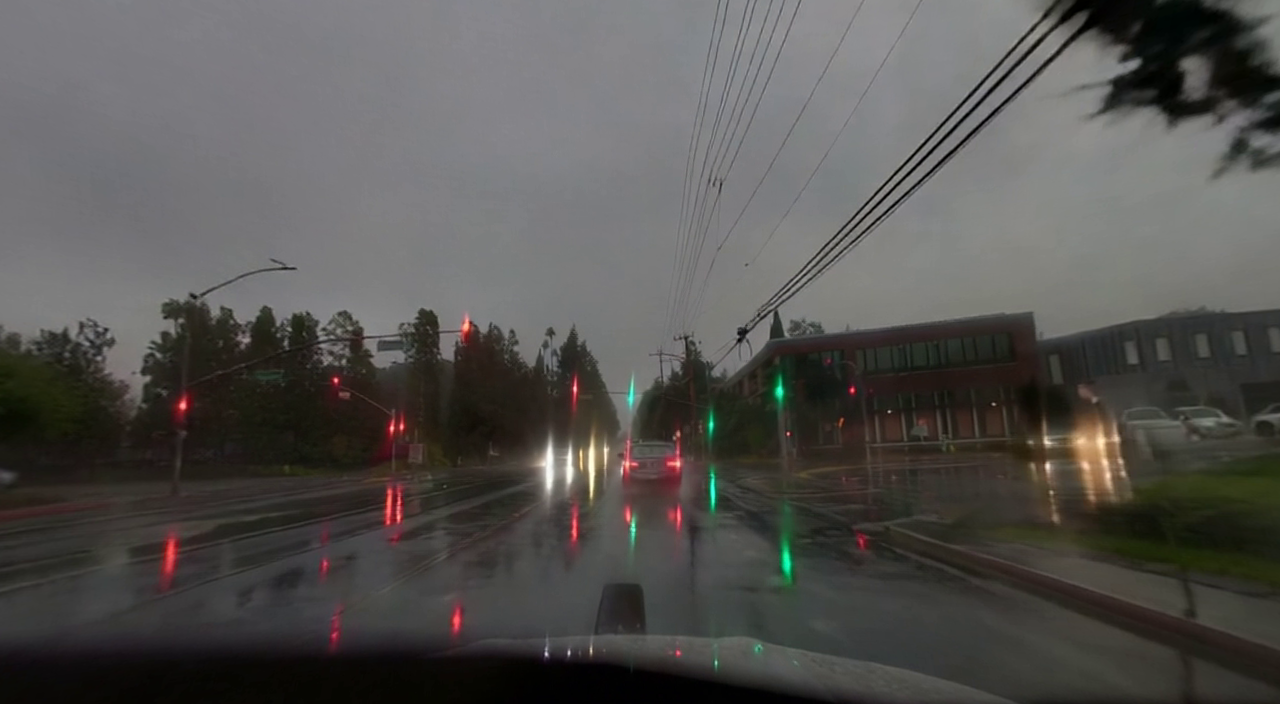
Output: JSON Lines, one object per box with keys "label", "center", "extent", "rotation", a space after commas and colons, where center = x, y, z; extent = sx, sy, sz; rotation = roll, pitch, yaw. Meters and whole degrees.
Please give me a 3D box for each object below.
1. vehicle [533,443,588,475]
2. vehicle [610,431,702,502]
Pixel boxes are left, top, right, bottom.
{"label": "vehicle", "center": [-3.871, 5.287, 31.536], "extent": [2.153, 1.474, 4.284], "rotation": [0, -9, 1]}
{"label": "vehicle", "center": [0.370, 2.974, 16.810], "extent": [2.156, 1.636, 3.923], "rotation": [0, -9, 0]}
